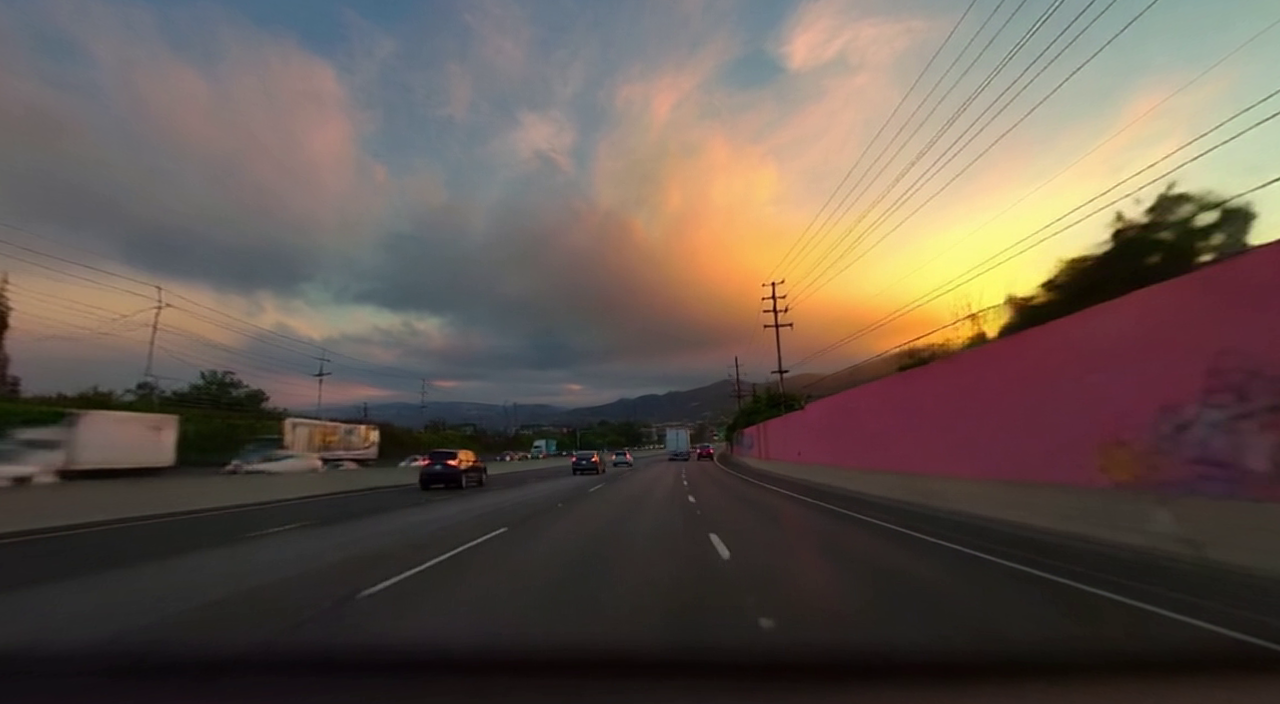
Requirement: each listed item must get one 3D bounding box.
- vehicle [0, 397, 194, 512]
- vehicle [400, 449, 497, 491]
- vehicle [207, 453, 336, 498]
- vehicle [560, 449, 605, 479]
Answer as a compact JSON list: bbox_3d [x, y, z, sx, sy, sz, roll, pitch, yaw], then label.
[{"bbox_3d":[-19.634,3.511,21.812,2.897,3.310,6.960,-1,-9,3],"label":"vehicle"},{"bbox_3d":[-7.405,4.611,25.008,2.142,1.503,4.767,-1,-9,3],"label":"vehicle"},{"bbox_3d":[-15.223,5.095,26.477,2.109,1.677,5.175,-1,-9,3],"label":"vehicle"},{"bbox_3d":[-3.135,6.190,35.030,1.966,1.565,3.766,-1,-9,3],"label":"vehicle"}]
